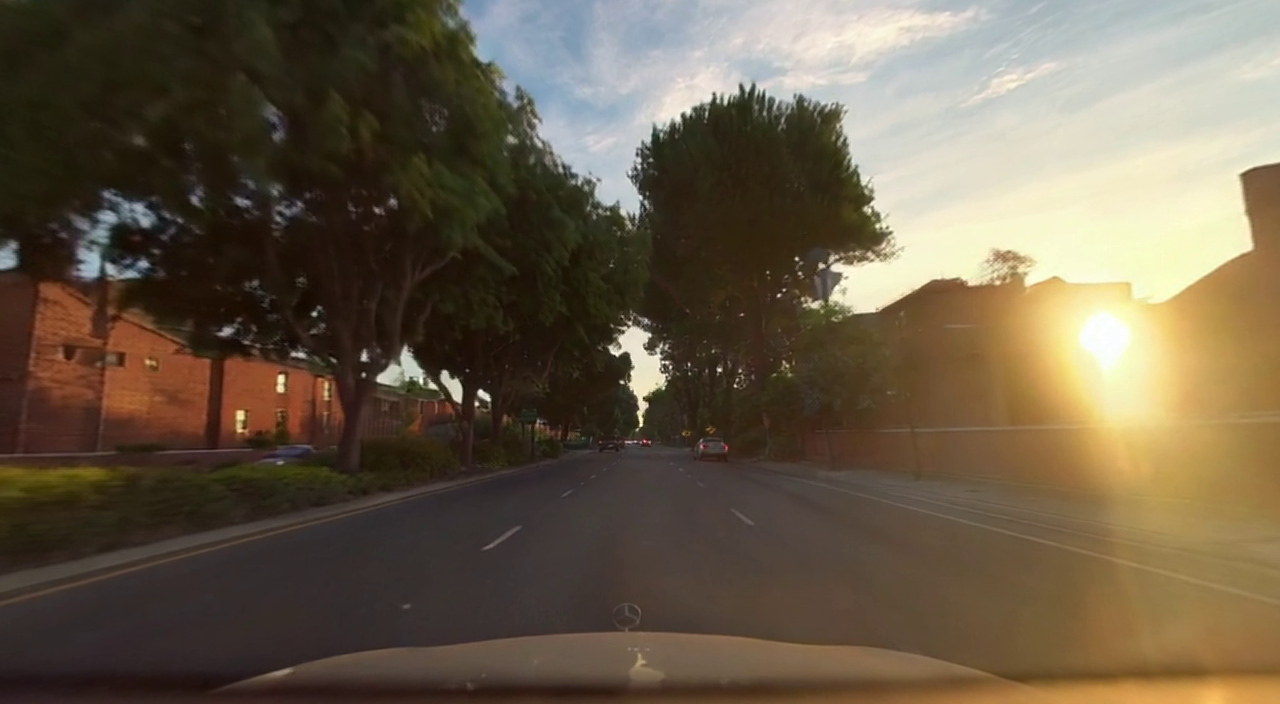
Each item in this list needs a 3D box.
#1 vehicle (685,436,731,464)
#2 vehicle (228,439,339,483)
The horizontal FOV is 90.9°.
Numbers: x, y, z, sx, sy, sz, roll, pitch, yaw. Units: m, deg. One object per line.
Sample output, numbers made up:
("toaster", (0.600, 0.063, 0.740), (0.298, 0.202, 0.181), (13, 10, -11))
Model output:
("vehicle", (4.050, 5.919, 38.264), (2.237, 1.578, 4.621), (0, -8, -1))
("vehicle", (-17.117, 5.229, 30.675), (2.208, 1.899, 5.269), (0, -8, 1))
